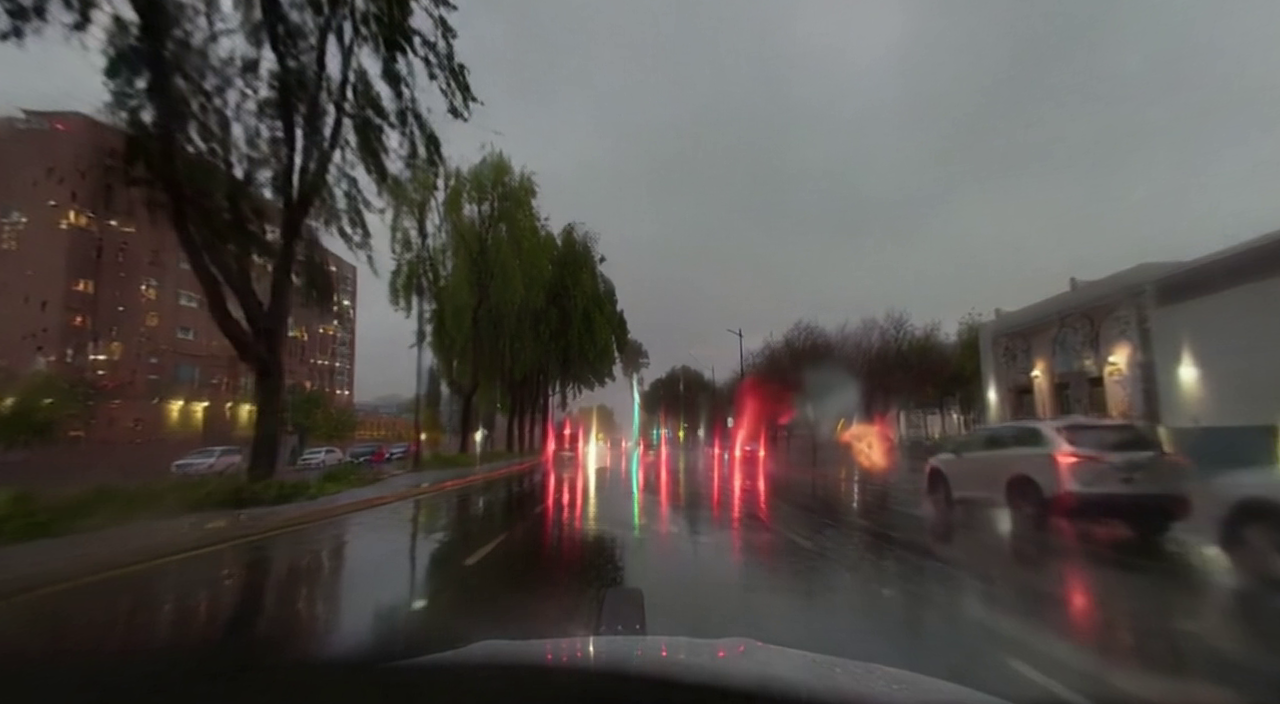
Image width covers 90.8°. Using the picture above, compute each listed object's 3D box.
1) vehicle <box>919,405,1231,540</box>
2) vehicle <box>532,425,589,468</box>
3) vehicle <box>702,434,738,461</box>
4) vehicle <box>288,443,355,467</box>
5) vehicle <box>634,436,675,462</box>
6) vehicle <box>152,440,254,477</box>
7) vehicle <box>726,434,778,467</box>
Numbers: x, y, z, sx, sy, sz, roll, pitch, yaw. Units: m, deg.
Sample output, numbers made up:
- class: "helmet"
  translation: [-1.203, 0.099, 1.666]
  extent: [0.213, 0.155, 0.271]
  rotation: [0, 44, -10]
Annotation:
- class: "vehicle"
  translation: [6.984, 1.981, 10.948]
  extent: [2.216, 1.847, 4.321]
  rotation: [0, -8, -1]
- class: "vehicle"
  translation: [-3.842, 4.715, 31.479]
  extent: [2.223, 1.957, 4.845]
  rotation: [0, -8, 0]
- class: "vehicle"
  translation: [5.921, 7.157, 47.460]
  extent: [1.997, 1.943, 4.409]
  rotation: [0, -8, -1]
- class: "vehicle"
  translation: [-22.460, 7.286, 44.758]
  extent: [2.111, 1.554, 5.163]
  rotation: [0, -8, -1]
- class: "vehicle"
  translation: [0.876, 6.233, 40.673]
  extent: [2.201, 1.589, 3.843]
  rotation: [0, -8, -5]
- class: "vehicle"
  translation: [-22.284, 5.427, 32.492]
  extent: [1.996, 1.767, 4.613]
  rotation: [0, -8, -1]
- class: "vehicle"
  translation: [6.314, 5.619, 36.071]
  extent: [2.164, 1.727, 3.955]
  rotation: [0, -8, -1]
